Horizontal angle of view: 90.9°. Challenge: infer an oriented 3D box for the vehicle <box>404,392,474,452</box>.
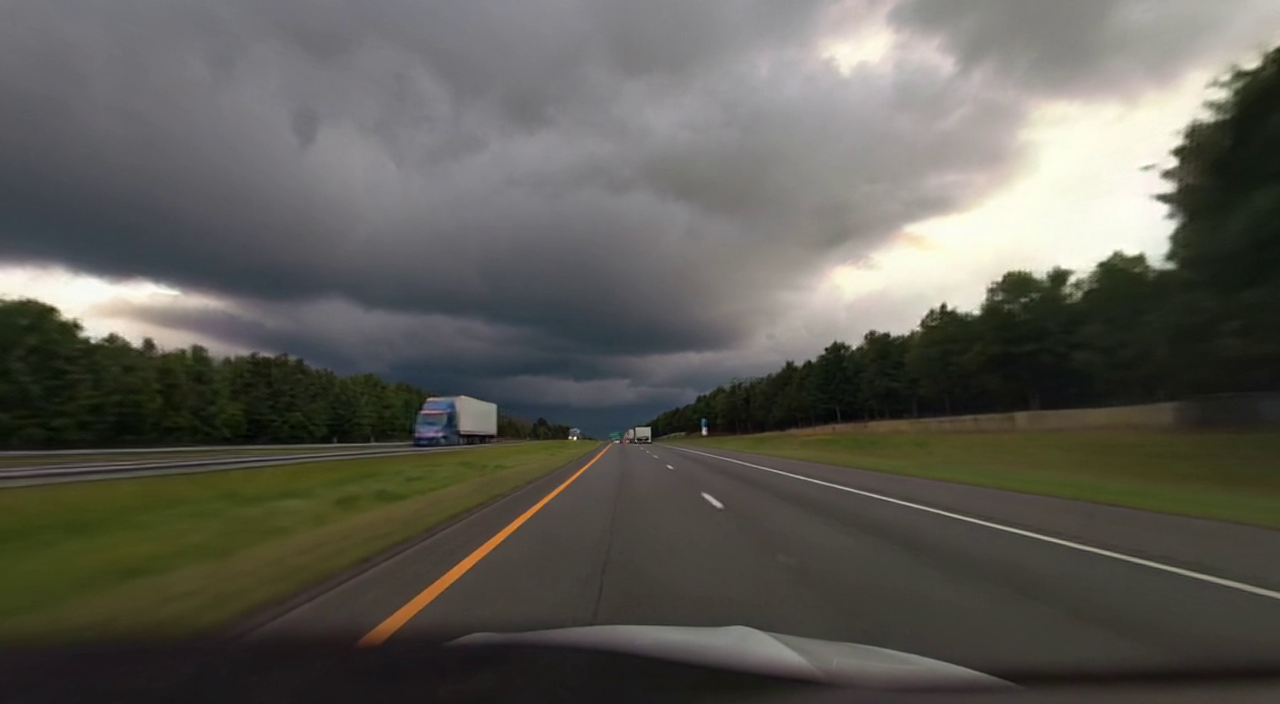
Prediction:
[{"bbox_3d":[-13.643,4.869,43.405,2.994,3.854,5.842,0,-8,-2],"label":"vehicle"}]
